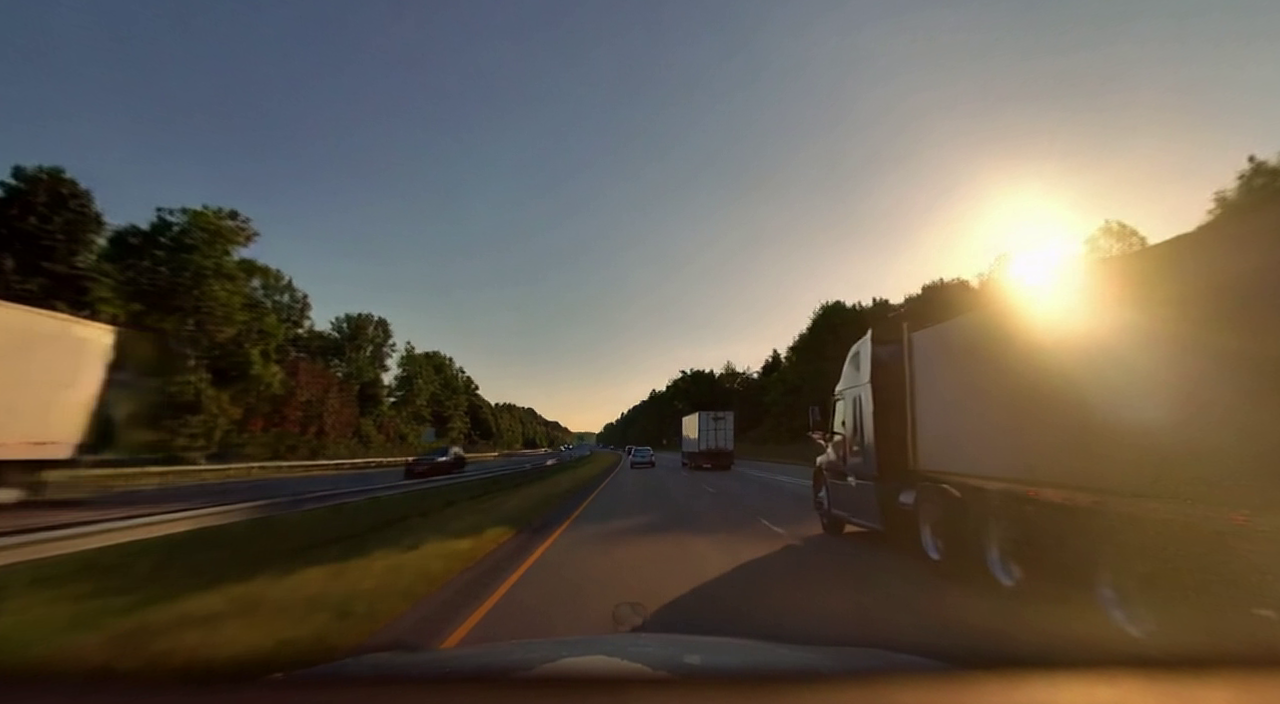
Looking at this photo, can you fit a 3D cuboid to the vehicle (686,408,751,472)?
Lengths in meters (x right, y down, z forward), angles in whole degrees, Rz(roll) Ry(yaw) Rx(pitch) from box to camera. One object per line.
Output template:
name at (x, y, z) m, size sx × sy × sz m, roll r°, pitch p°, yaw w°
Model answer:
vehicle at (4.254, 4.995, 35.471) m, size 2.684 × 3.263 × 5.865 m, roll 0°, pitch -9°, yaw -2°

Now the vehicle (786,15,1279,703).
vehicle at (3.766, 0.322, 6.437) m, size 3.025 × 3.897 × 5.853 m, roll 0°, pitch -9°, yaw 0°

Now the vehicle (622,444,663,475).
vehicle at (0.092, 5.701, 33.693) m, size 2.051 × 1.513 × 4.511 m, roll 0°, pitch -9°, yaw -1°

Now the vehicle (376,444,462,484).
vehicle at (-8.914, 4.561, 25.864) m, size 1.909 × 1.461 × 4.616 m, roll 0°, pitch -9°, yaw 0°
